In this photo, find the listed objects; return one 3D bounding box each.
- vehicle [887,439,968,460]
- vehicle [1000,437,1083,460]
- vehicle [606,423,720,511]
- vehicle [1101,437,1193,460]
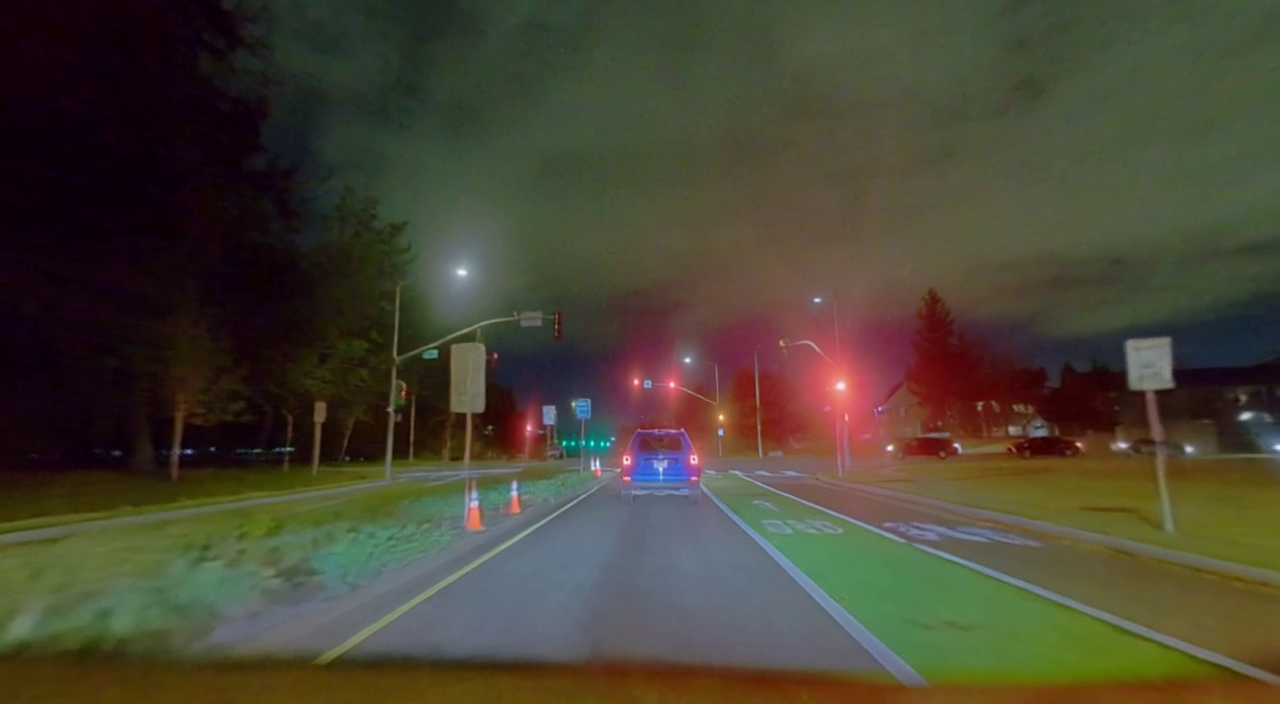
[{"bbox_3d":[19.411,6.613,42.820,4.492,1.422,1.961,0,-9,0],"label":"vehicle"},{"bbox_3d":[27.228,6.561,42.917,4.343,1.518,1.845,0,-9,-2],"label":"vehicle"},{"bbox_3d":[0.494,2.702,15.355,2.339,1.790,4.629,0,-8,1],"label":"vehicle"},{"bbox_3d":[34.021,6.474,42.464,4.483,1.481,2.082,0,-9,-3],"label":"vehicle"}]
